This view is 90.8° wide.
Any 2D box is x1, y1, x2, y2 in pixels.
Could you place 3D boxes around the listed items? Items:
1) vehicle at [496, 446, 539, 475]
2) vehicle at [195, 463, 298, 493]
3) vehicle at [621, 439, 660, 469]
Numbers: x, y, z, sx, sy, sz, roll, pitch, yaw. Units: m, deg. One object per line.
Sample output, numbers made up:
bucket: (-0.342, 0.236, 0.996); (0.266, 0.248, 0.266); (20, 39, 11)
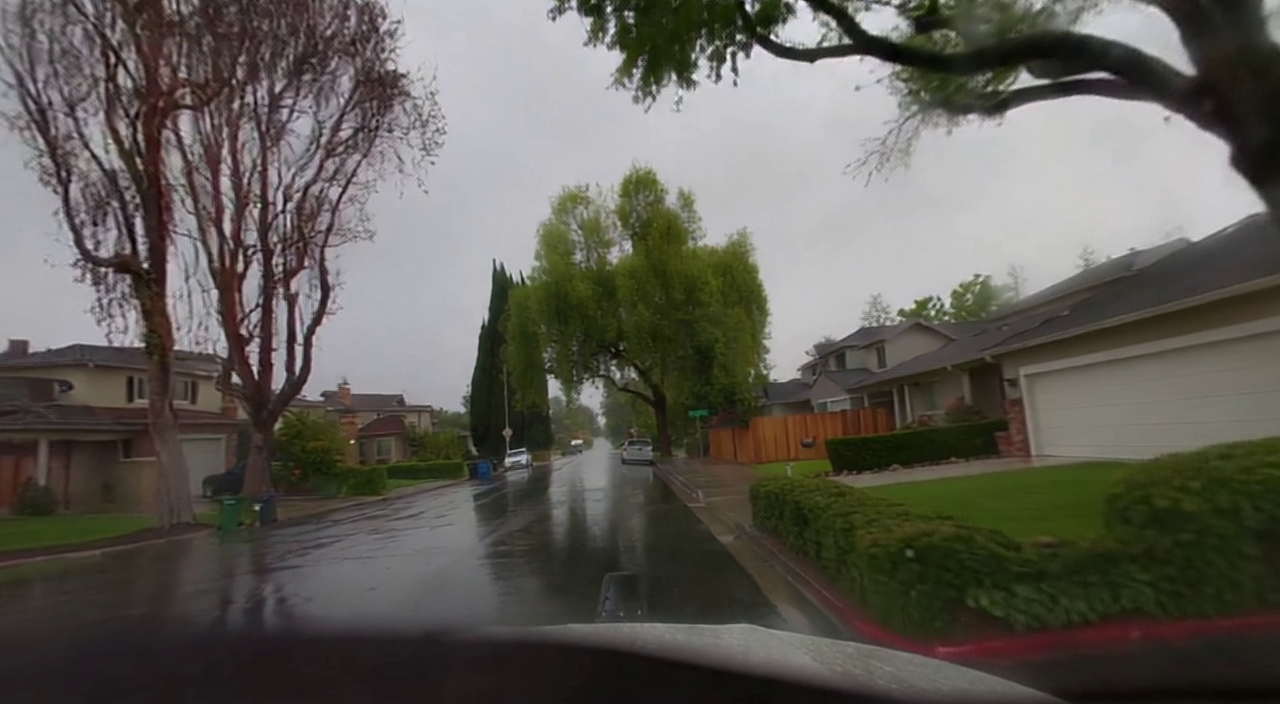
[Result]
vehicle: (-8.810, 7.838, 45.905); (2.208, 1.834, 4.675); (-4, -8, -2)
vehicle: (-21.639, 6.941, 34.860); (4.404, 1.495, 1.844); (0, -9, 0)
vehicle: (-0.045, 5.841, 36.209); (2.005, 1.553, 3.984); (0, -9, -3)
